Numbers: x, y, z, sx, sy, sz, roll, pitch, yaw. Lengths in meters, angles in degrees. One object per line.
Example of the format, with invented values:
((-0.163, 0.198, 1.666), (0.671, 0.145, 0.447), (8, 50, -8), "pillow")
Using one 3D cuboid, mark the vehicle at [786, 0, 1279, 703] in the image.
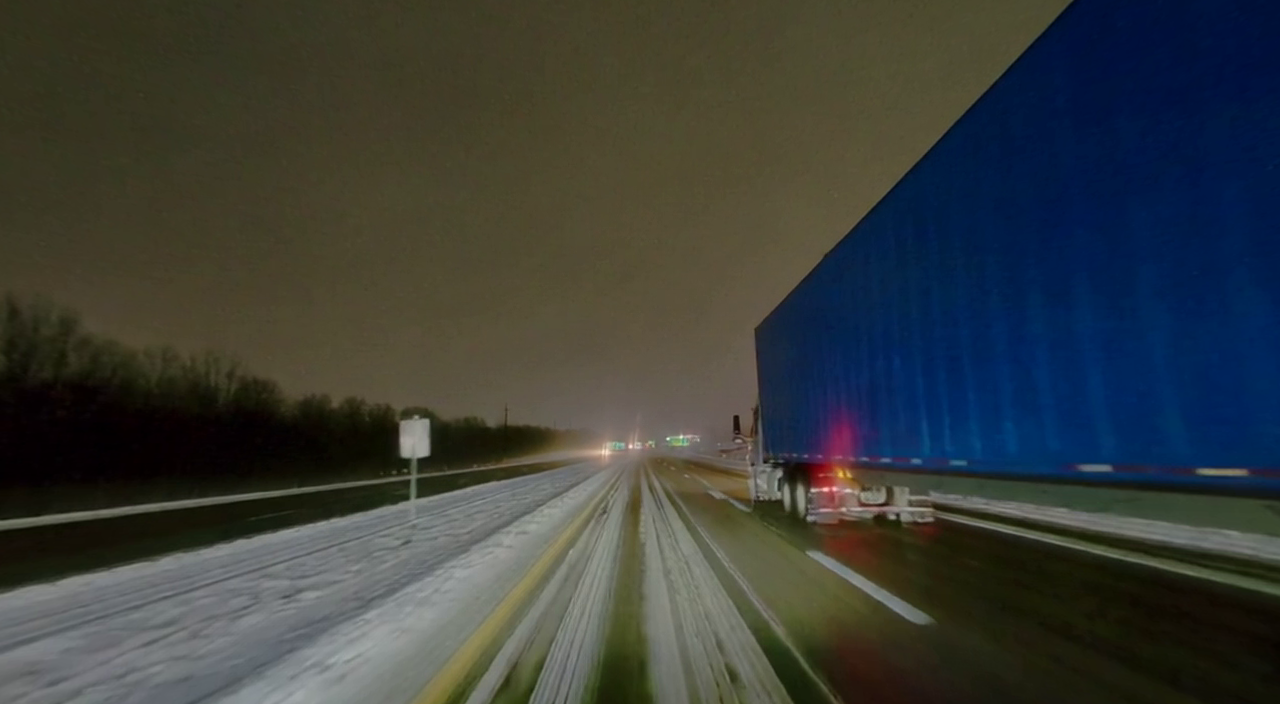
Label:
((4.242, 0.062, 5.183), (2.937, 4.082, 12.918), (0, -9, 0), "vehicle")
